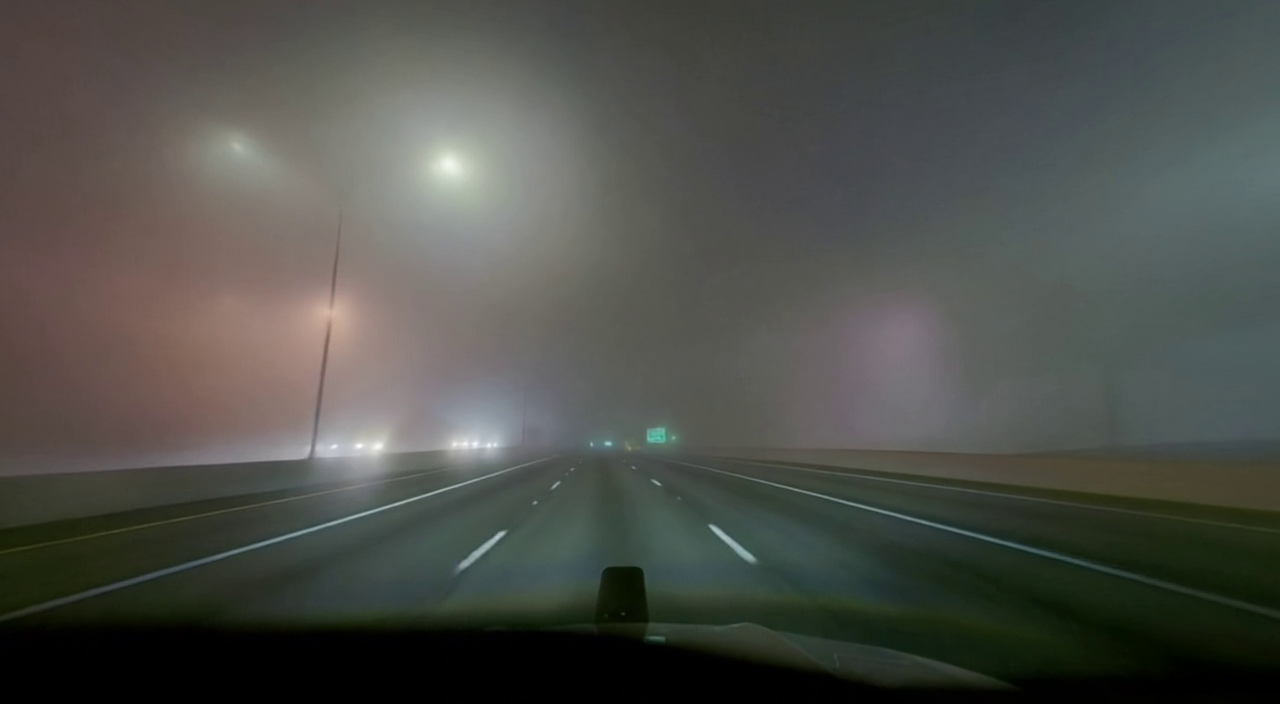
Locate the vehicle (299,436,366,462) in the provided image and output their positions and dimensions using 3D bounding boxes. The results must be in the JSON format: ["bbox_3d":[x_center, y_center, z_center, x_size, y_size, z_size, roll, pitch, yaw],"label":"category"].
[{"bbox_3d":[-22.717,7.200,46.849,2.239,1.802,5.754,0,-9,-2],"label":"vehicle"}]

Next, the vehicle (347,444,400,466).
[{"bbox_3d":[-18.750,7.252,44.561,2.005,1.446,4.235,0,-9,-1],"label":"vehicle"}]
